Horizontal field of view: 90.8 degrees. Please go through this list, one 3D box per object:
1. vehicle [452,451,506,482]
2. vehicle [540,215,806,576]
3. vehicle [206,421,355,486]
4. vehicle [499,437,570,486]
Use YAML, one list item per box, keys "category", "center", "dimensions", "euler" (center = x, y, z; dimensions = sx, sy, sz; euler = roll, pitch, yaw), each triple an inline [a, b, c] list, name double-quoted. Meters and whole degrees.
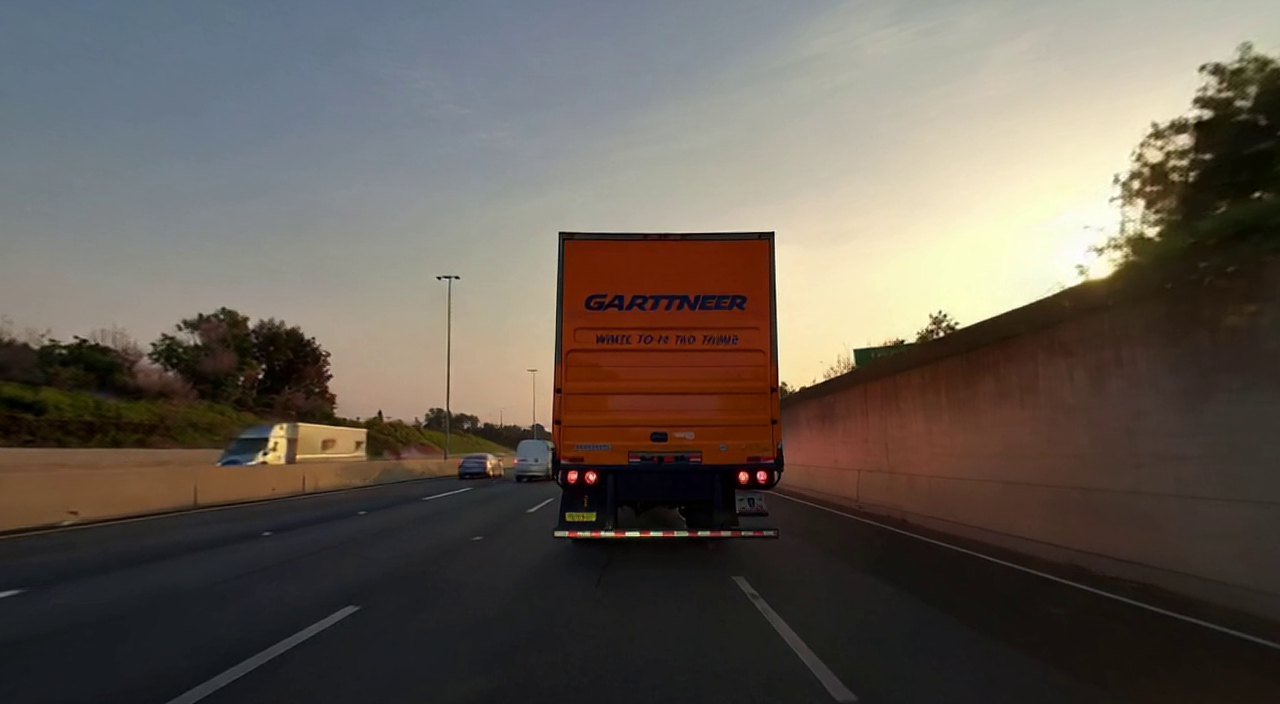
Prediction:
- category: "vehicle"
  center: [-8.234, 5.844, 32.495]
  dimensions: [1.828, 1.502, 3.385]
  euler: [0, -9, 1]
- category: "vehicle"
  center: [0.441, 1.227, 12.294]
  dimensions: [2.853, 4.054, 10.557]
  euler: [0, -9, 1]
- category: "vehicle"
  center: [-25.485, 7.406, 46.239]
  dimensions: [2.807, 3.948, 13.958]
  euler: [0, -9, 0]
- category: "vehicle"
  center: [-4.649, 4.922, 28.554]
  dimensions: [2.293, 2.015, 4.915]
  euler: [0, -9, 1]
